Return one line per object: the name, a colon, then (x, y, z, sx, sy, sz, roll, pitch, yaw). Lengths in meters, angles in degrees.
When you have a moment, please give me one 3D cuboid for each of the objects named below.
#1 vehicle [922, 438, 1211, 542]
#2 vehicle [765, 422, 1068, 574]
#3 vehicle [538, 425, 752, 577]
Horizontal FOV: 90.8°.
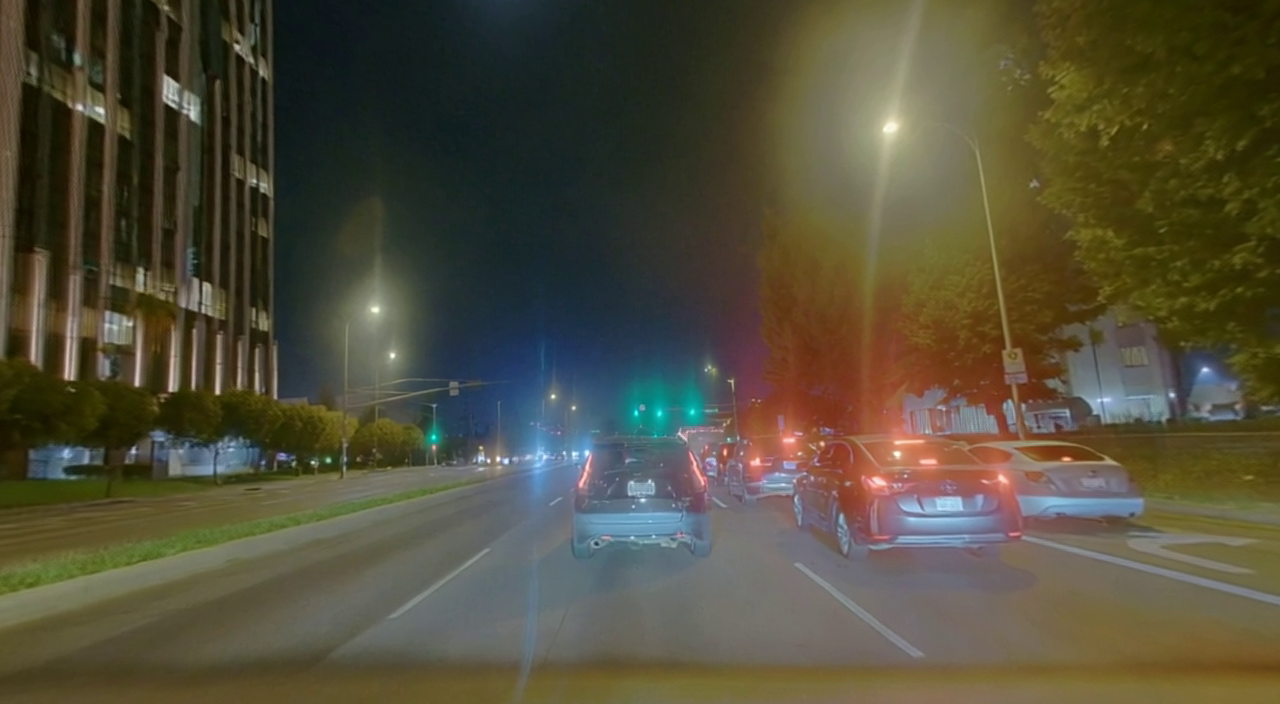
vehicle: (6.537, 2.116, 10.351, 1.915, 1.338, 3.874, 0, -8, -2)
vehicle: (3.201, 1.781, 8.588, 1.995, 1.483, 4.533, 0, -8, -1)
vehicle: (0.005, 1.777, 8.361, 2.105, 1.474, 4.127, 0, -8, -1)
